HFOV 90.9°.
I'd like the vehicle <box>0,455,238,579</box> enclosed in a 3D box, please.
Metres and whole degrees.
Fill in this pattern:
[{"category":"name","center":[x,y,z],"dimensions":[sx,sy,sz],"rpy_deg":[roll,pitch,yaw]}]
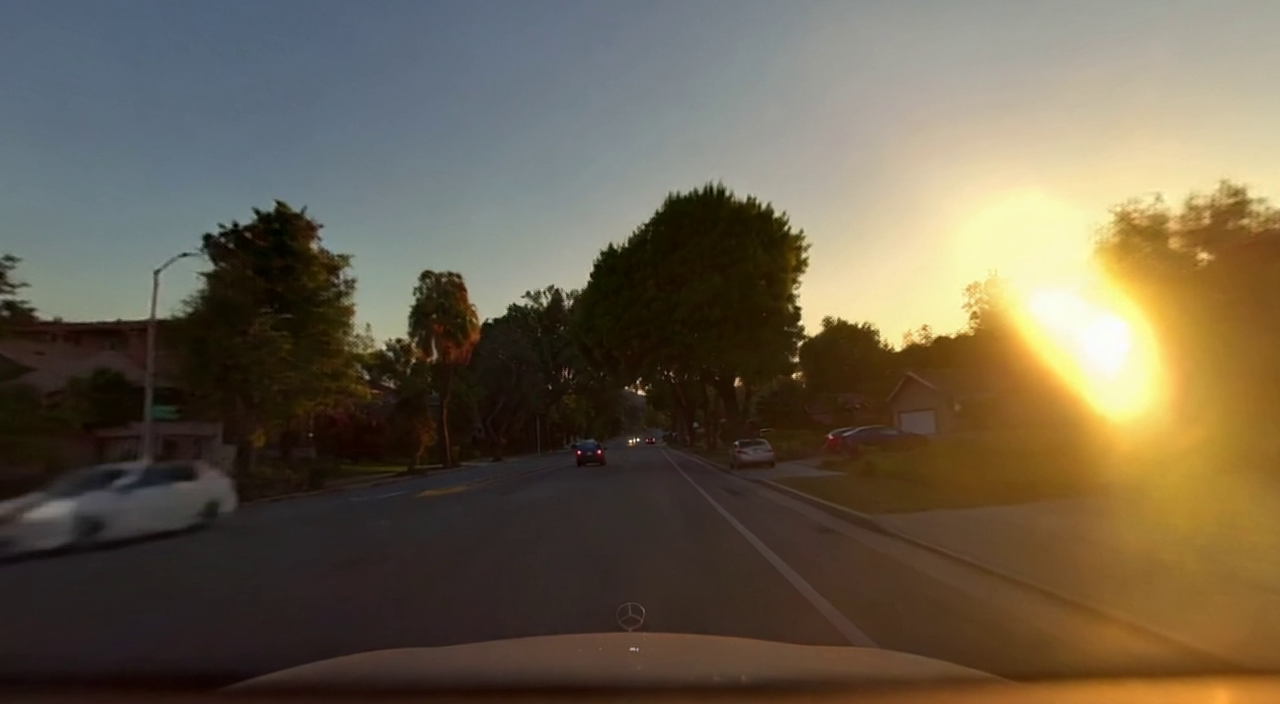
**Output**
[{"category":"vehicle","center":[-9.248,2.517,10.497],"dimensions":[2.027,1.522,4.469],"rpy_deg":[0,-8,2]}]

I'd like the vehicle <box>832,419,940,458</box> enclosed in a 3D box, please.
[{"category":"vehicle","center":[10.956,3.895,28.373],"dimensions":[4.037,1.673,1.983],"rpy_deg":[-1,-8,3]}]

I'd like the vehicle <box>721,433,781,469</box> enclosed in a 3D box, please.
[{"category":"vehicle","center":[5.169,4.690,29.965],"dimensions":[1.995,1.546,4.474],"rpy_deg":[0,-8,-1]}]

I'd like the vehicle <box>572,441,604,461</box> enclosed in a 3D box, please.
[{"category":"vehicle","center":[-3.690,7.154,45.559],"dimensions":[1.973,1.400,3.915],"rpy_deg":[0,-8,0]}]
